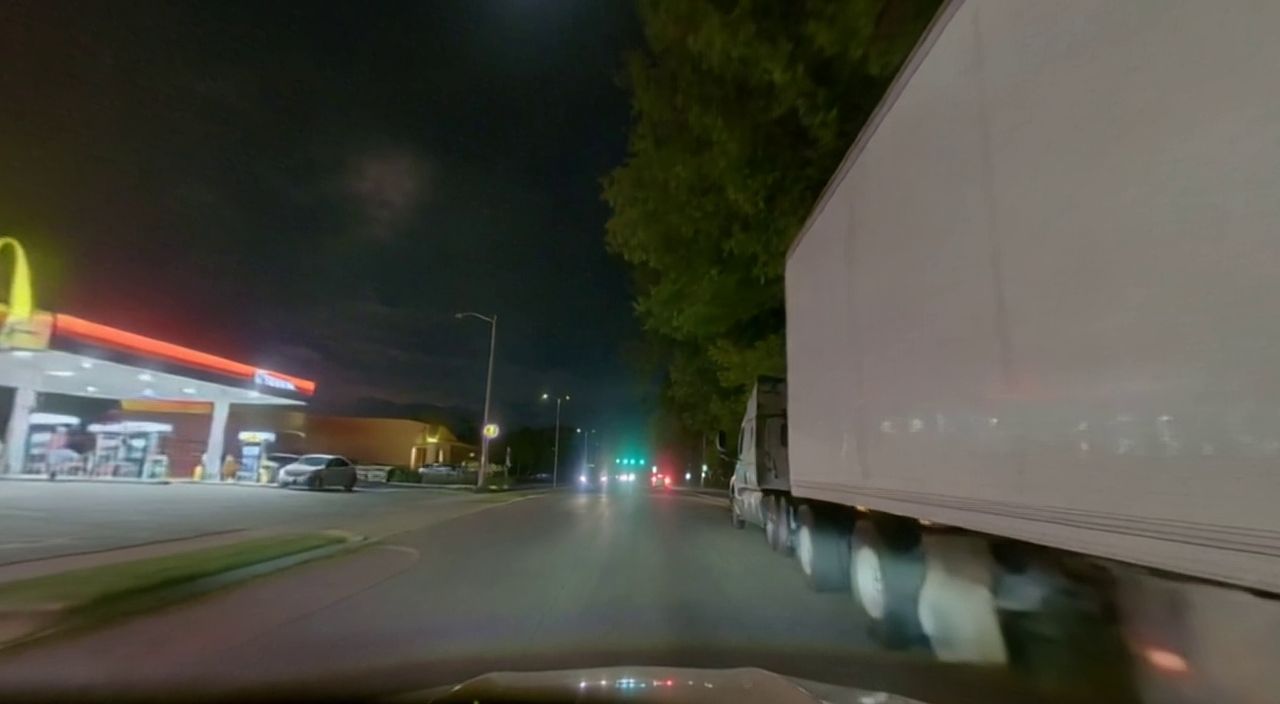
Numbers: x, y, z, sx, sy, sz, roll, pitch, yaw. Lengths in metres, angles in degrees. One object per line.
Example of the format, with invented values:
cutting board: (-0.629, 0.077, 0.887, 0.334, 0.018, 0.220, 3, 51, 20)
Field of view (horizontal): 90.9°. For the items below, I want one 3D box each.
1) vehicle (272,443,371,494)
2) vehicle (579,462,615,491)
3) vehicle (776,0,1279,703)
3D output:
vehicle: (-13.209, 4.810, 26.468, 2.062, 1.889, 4.115, 2, -8, -3)
vehicle: (-2.950, 8.690, 44.120, 2.165, 1.889, 4.825, 1, -11, 0)
vehicle: (3.252, 0.463, 5.125, 3.018, 3.962, 5.984, 0, -11, 1)
